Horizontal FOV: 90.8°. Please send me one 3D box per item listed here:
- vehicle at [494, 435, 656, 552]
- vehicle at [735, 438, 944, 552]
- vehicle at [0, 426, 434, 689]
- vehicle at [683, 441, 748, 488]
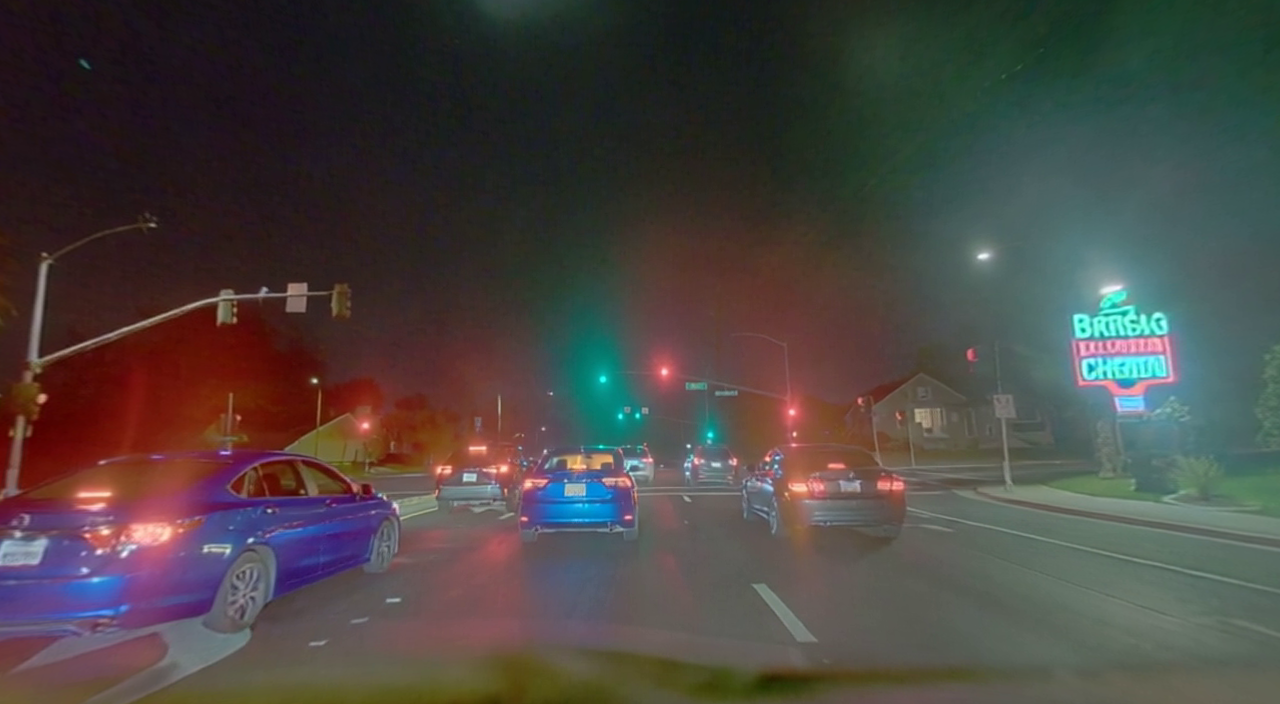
[{"bbox_3d":[-0.878,2.131,10.203,2.104,1.500,3.815,0,-8,-1],"label":"vehicle"},{"bbox_3d":[2.941,2.203,10.476,2.014,1.464,4.312,0,-9,-1],"label":"vehicle"},{"bbox_3d":[-3.694,1.505,5.885,2.058,1.474,4.473,0,-9,0],"label":"vehicle"},{"bbox_3d":[2.791,4.263,24.296,1.956,1.615,4.205,0,-9,-1],"label":"vehicle"}]
